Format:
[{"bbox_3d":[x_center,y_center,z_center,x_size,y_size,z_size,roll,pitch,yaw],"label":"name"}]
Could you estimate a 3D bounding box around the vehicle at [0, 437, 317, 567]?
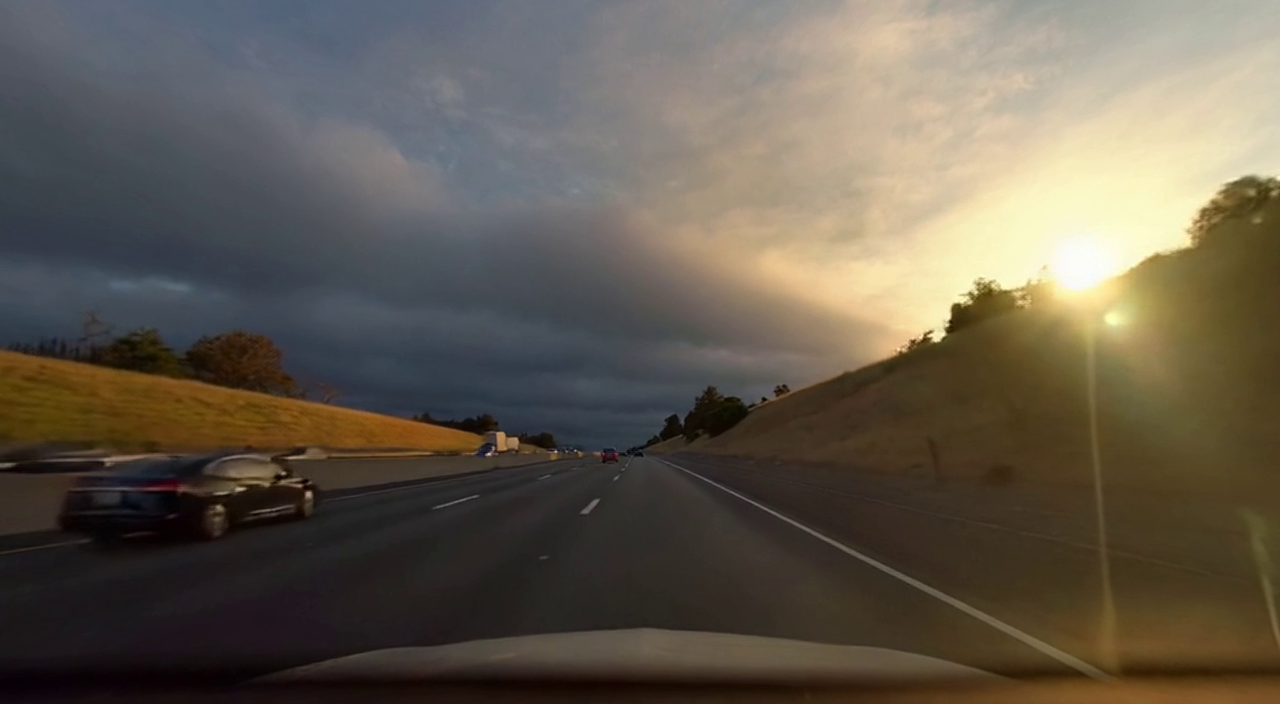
[{"bbox_3d":[-6.995,2.072,9.473,1.966,1.476,4.240,0,-9,1],"label":"vehicle"}]
